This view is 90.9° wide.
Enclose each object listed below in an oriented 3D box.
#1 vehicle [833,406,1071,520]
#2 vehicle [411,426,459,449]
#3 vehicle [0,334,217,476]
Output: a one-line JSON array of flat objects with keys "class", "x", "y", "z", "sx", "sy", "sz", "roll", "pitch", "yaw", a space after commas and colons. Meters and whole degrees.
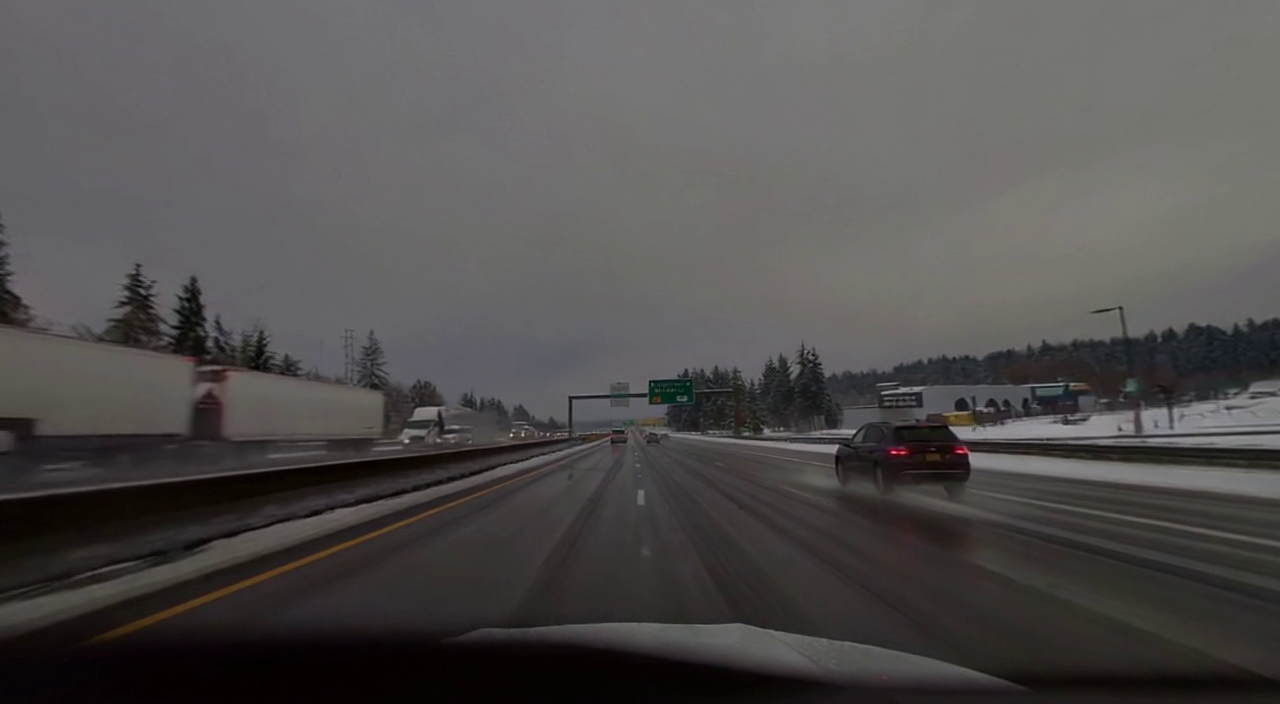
[{"class": "vehicle", "x": 5.146, "y": 1.884, "z": 11.225, "sx": 2.022, "sy": 1.637, "sz": 4.229, "roll": 0, "pitch": -8, "yaw": -1}, {"class": "vehicle", "x": -14.092, "y": 5.928, "z": 43.545, "sx": 1.917, "sy": 1.523, "sz": 4.300, "roll": 0, "pitch": -8, "yaw": 0}, {"class": "vehicle", "x": -18.172, "y": 1.931, "z": 20.949, "sx": 2.889, "sy": 3.887, "sz": 7.435, "roll": 0, "pitch": -8, "yaw": 0}]
